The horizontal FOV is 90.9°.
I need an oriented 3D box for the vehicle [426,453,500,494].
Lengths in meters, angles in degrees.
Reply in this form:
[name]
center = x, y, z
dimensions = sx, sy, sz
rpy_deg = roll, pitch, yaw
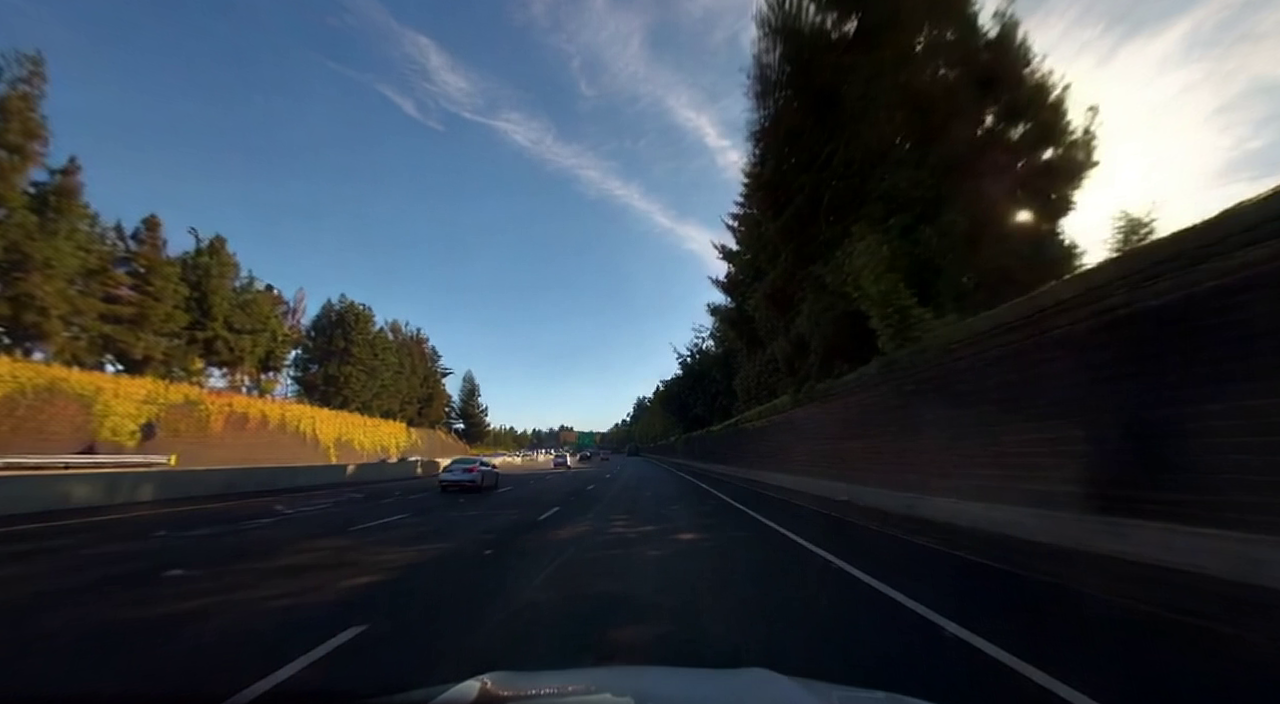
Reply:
[vehicle]
center = -6.896, 4.749, 24.884
dimensions = 1.782, 1.441, 3.751
rpy_deg = 0, -9, 1
